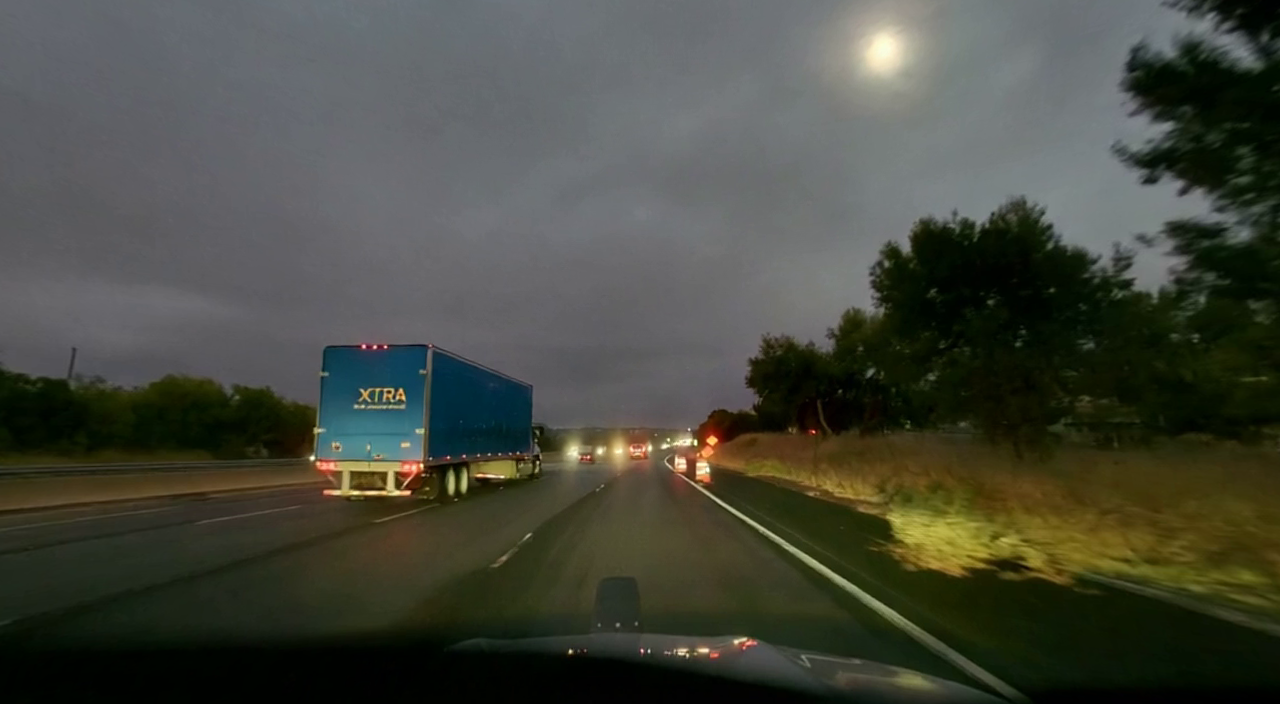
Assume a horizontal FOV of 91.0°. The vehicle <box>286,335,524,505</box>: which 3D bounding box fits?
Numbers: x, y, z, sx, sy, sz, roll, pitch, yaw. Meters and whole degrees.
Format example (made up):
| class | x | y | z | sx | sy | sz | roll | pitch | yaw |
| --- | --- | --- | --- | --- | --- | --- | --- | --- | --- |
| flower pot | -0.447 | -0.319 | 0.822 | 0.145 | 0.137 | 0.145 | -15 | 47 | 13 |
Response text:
| class | x | y | z | sx | sy | sz | roll | pitch | yaw |
| --- | --- | --- | --- | --- | --- | --- | --- | --- | --- |
| vehicle | -6.479 | 2.295 | 19.839 | 3.183 | 4.011 | 9.617 | 0 | -8 | 4 |
